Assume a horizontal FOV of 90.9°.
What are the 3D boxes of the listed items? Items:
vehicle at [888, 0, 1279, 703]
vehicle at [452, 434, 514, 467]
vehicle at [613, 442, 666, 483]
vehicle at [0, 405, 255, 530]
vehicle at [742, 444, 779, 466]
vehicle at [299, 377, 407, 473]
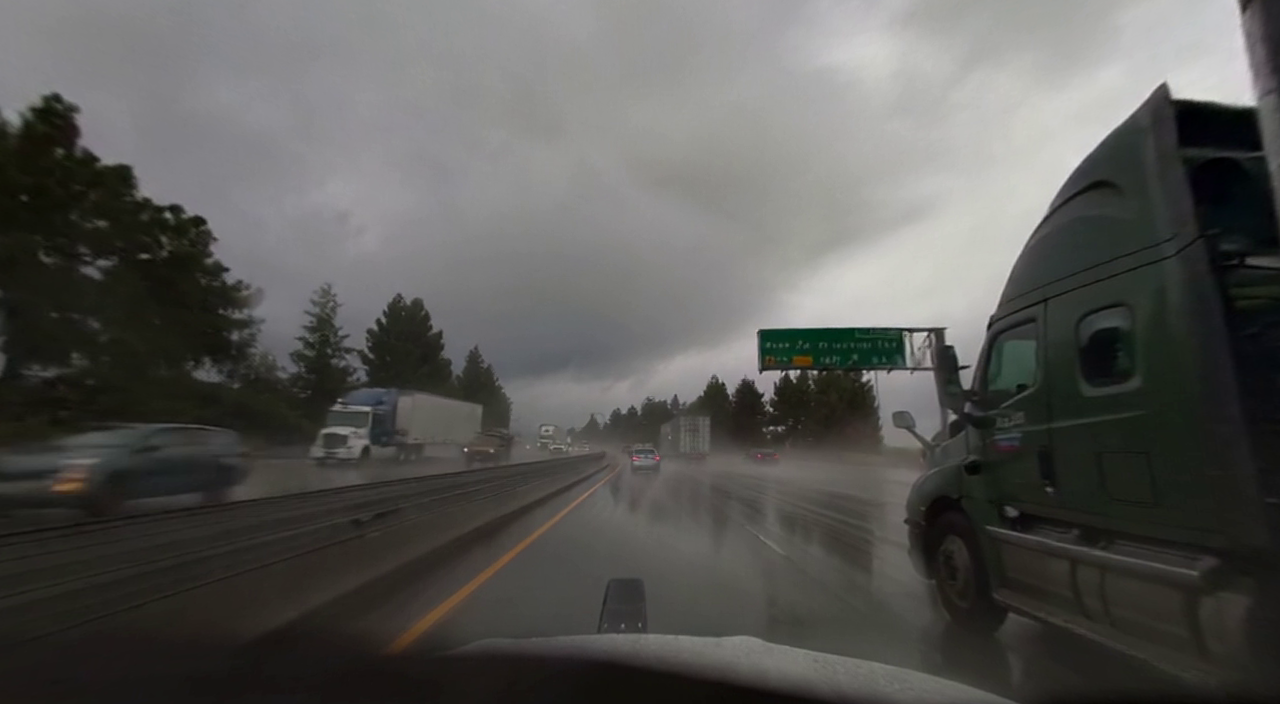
[{"bbox_3d":[3.612,0.149,1.813,2.975,2.936,6.573,0,-9,-1],"label":"vehicle"},{"bbox_3d":[-7.982,5.063,32.386,2.003,1.558,4.213,0,-9,1],"label":"vehicle"},{"bbox_3d":[-0.029,4.695,26.970,2.111,1.599,3.859,0,-9,0],"label":"vehicle"},{"bbox_3d":[-7.868,1.666,9.451,1.740,1.474,3.855,0,-9,-1],"label":"vehicle"},{"bbox_3d":[9.474,8.118,49.815,1.902,1.652,3.995,0,-9,-2],"label":"vehicle"},{"bbox_3d":[-12.179,3.178,27.087,3.045,3.890,2.977,0,-9,0],"label":"vehicle"}]
